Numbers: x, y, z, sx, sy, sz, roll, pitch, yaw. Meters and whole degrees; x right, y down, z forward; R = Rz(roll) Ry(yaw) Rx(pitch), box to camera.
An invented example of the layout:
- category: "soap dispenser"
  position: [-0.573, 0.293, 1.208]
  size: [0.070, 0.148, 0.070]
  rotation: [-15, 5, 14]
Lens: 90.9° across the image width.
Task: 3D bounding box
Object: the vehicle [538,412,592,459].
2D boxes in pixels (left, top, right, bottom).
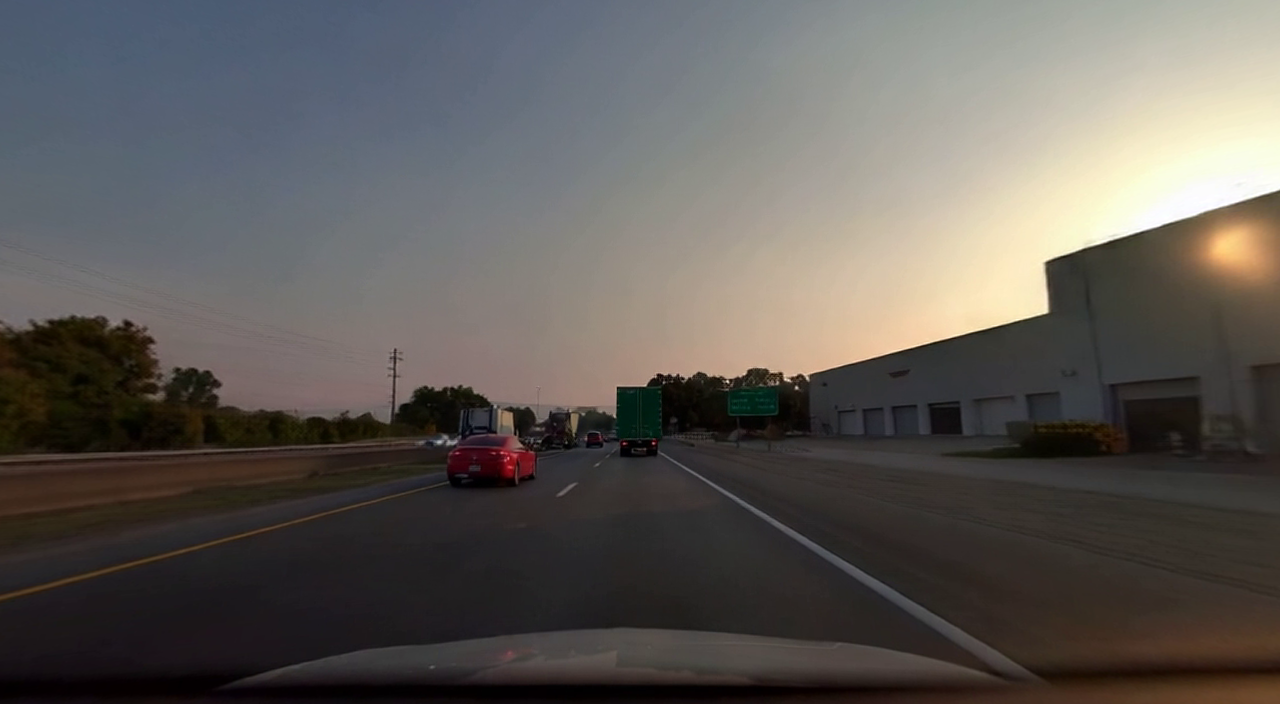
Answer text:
- category: "vehicle"
  position: [-4.617, 5.338, 40.102]
  size: [2.717, 2.714, 6.997]
  rotation: [0, -8, -2]

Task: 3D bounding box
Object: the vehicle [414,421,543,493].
- category: "vehicle"
  position: [-4.060, 2.731, 16.885]
  size: [2.005, 1.602, 5.131]
  rotation: [0, -8, 1]

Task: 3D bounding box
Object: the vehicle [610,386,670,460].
- category: "vehicle"
  position: [-0.127, 4.593, 39.875]
  size: [3.259, 4.066, 9.891]
  rotation: [0, -8, -2]
